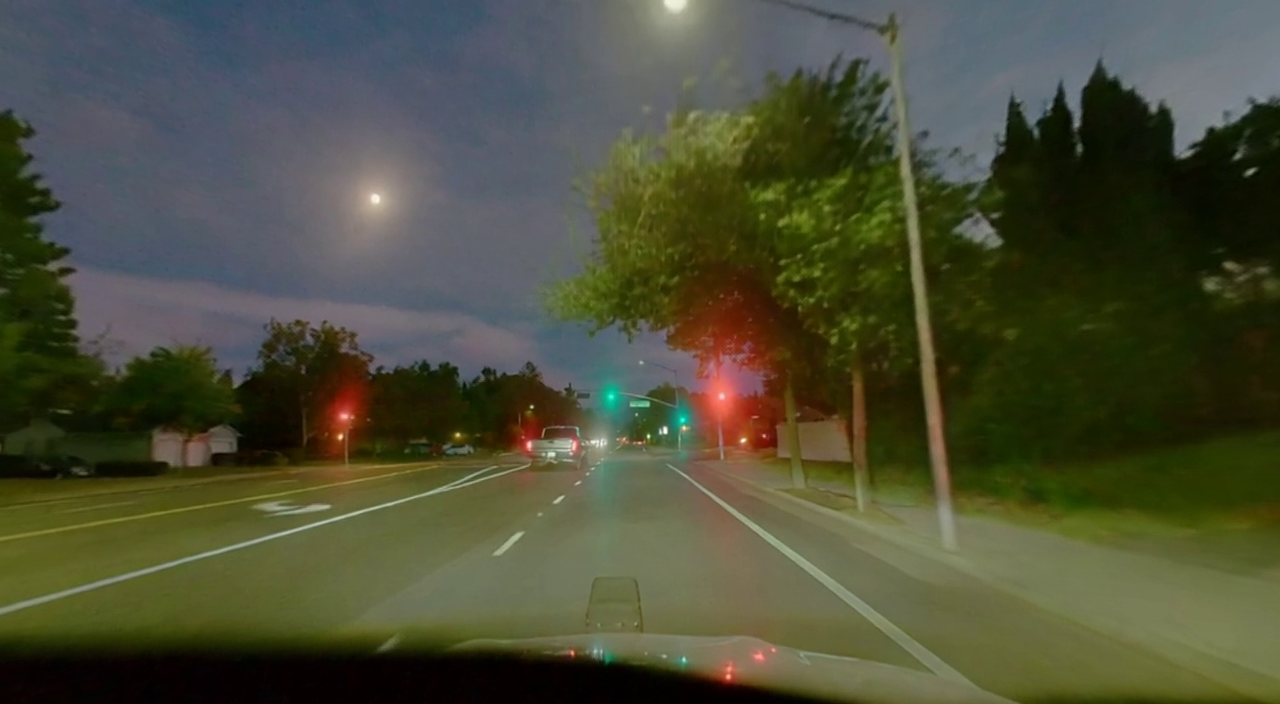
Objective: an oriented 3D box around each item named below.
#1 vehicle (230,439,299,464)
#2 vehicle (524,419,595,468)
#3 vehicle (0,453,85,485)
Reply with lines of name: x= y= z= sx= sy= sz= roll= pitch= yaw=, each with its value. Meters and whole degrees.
vehicle: x=-28.872 y=7.697 z=48.647 sx=4.092 sy=1.624 sz=1.965 roll=-1 pitch=-11 yaw=-12
vehicle: x=-3.583 y=4.233 z=29.333 sx=2.508 sy=2.001 sz=5.880 roll=0 pitch=-8 yaw=0
vehicle: x=-30.283 y=5.677 z=30.774 sx=4.506 sy=1.453 sz=2.108 roll=0 pitch=-8 yaw=1
